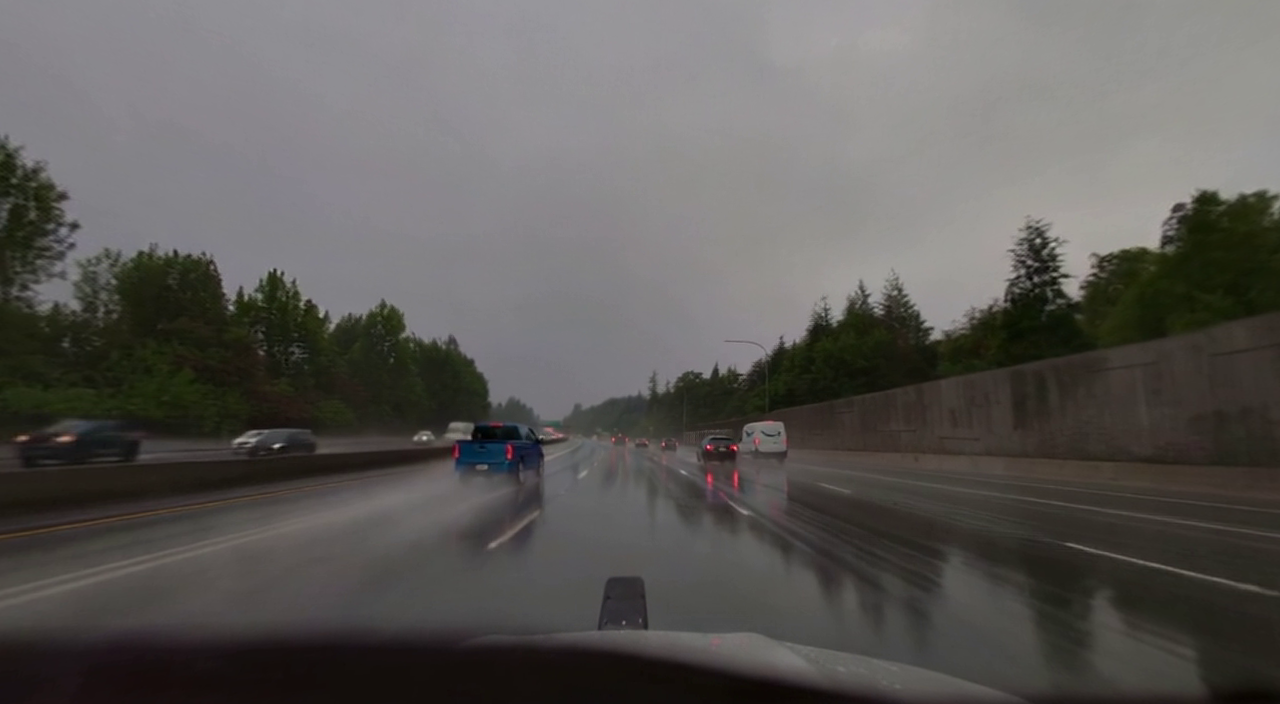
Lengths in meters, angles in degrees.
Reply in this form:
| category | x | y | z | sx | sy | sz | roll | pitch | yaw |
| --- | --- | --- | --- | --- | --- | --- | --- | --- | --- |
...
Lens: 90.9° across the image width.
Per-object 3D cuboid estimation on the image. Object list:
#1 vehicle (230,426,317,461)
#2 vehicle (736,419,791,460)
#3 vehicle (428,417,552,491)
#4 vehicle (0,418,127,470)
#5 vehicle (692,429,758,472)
| category | x | y | z | sx | sy | sz | roll | pitch | yaw |
| --- | --- | --- | --- | --- | --- | --- | --- | --- | --- |
| vehicle | -18.458 | 4.662 | 32.041 | 1.836 | 1.616 | 4.380 | 0 | -8 | -1 |
| vehicle | 8.918 | 6.470 | 46.407 | 2.274 | 2.802 | 6.802 | 0 | -8 | -4 |
| vehicle | -4.228 | 3.028 | 19.045 | 2.331 | 1.884 | 5.787 | 0 | -8 | 0 |
| vehicle | -22.185 | 3.467 | 23.664 | 1.945 | 1.750 | 4.683 | 0 | -8 | -2 |
| vehicle | 3.660 | 4.357 | 27.940 | 2.141 | 1.732 | 4.279 | 0 | -8 | -3 |
